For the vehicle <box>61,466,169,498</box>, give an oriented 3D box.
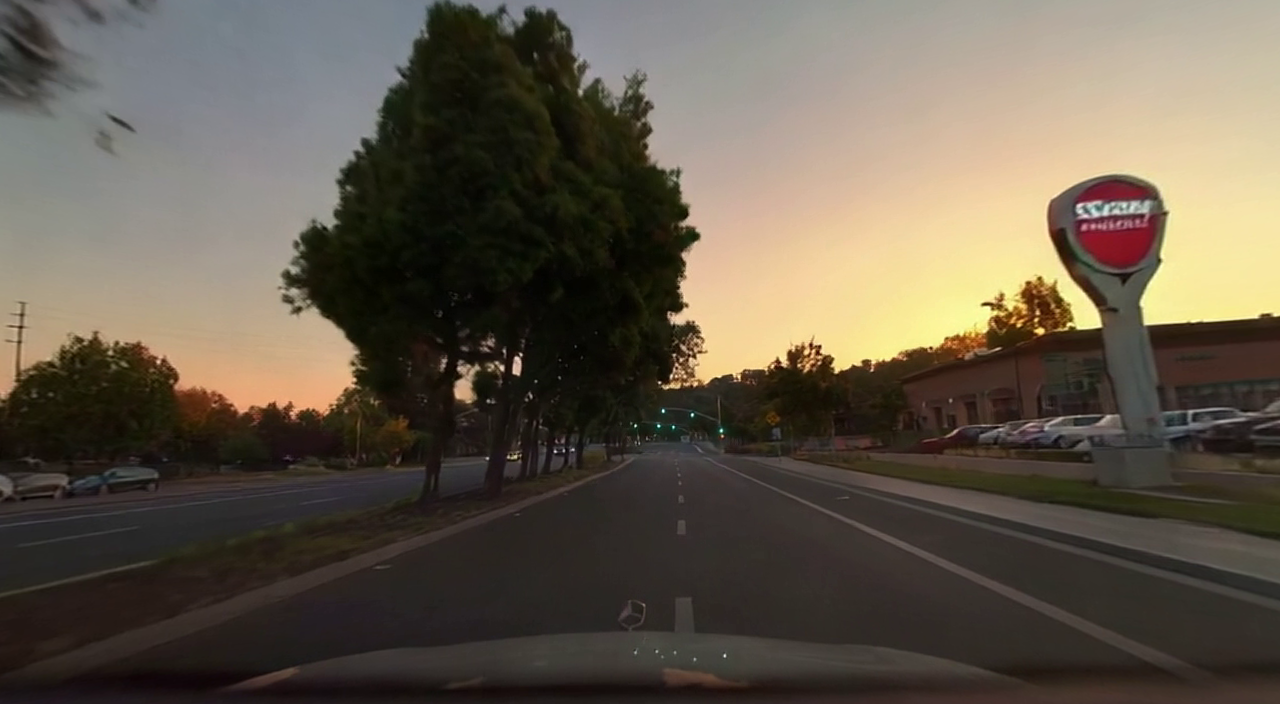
[{"bbox_3d":[-29.695,7.331,35.864,1.906,1.486,4.617,-1,-8,5],"label":"vehicle"}]
